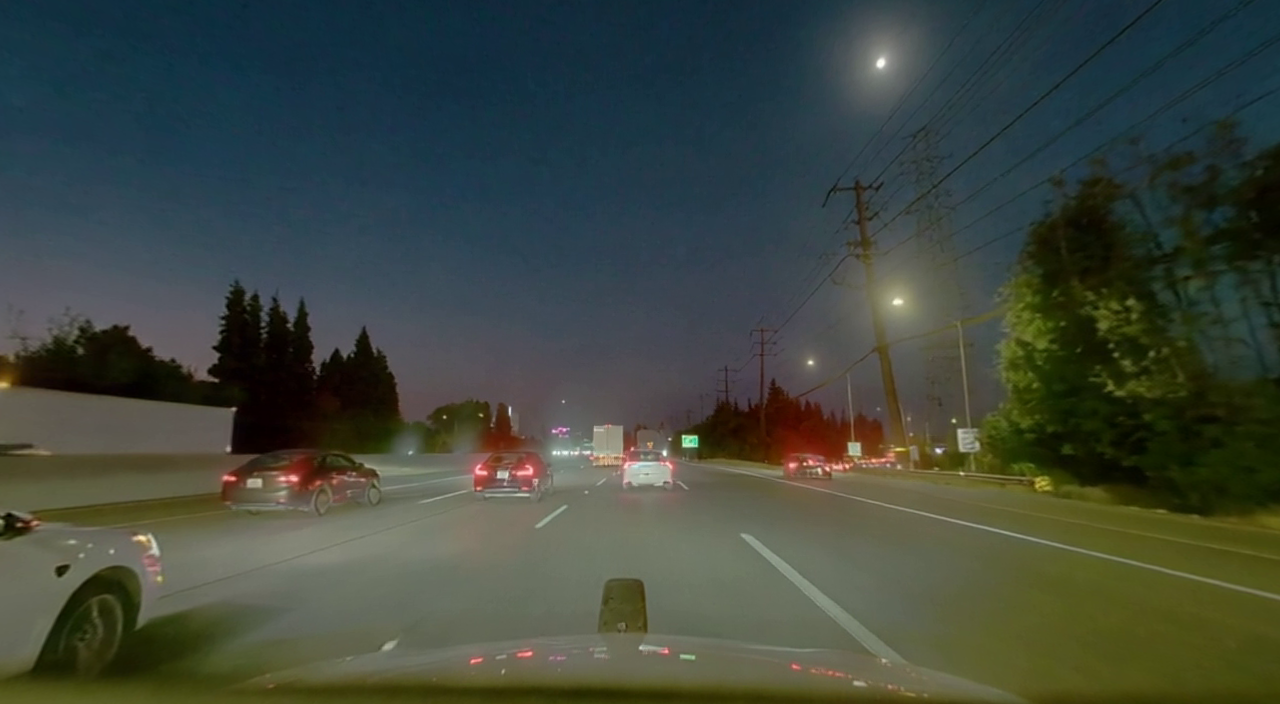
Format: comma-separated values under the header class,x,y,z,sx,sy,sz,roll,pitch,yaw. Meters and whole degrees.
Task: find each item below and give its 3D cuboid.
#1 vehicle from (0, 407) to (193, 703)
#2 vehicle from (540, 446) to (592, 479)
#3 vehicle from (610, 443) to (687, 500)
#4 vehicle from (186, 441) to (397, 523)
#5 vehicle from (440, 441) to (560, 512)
class,x,y,z,sx,sy,sz,roll,pitch,yaw
vehicle,-3.698,0.828,1.600,1.883,1.500,4.373,0,-9,0
vehicle,-3.481,5.283,30.366,2.013,1.437,3.801,0,-9,0
vehicle,0.175,3.466,18.722,2.018,1.470,4.491,0,-9,-1
vehicle,-7.119,2.684,13.581,1.867,1.445,4.499,0,-9,2
vehicle,-3.224,2.953,15.417,1.912,1.464,4.115,0,-9,1
